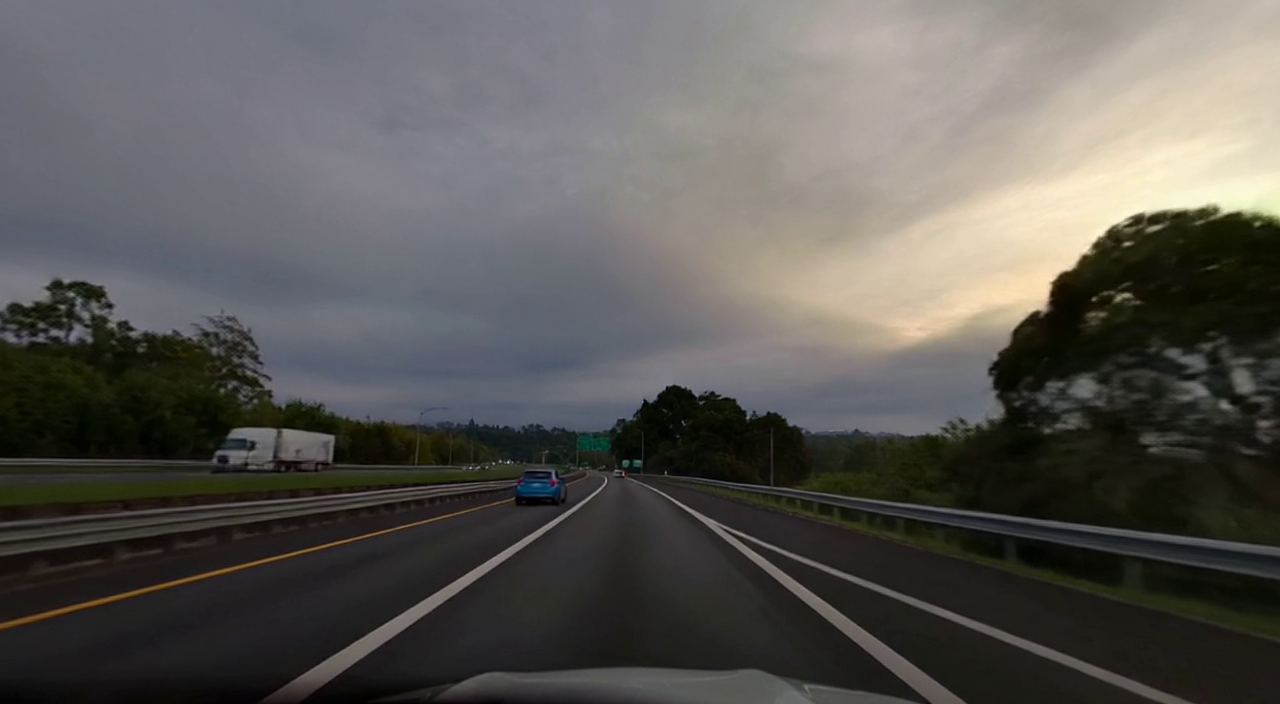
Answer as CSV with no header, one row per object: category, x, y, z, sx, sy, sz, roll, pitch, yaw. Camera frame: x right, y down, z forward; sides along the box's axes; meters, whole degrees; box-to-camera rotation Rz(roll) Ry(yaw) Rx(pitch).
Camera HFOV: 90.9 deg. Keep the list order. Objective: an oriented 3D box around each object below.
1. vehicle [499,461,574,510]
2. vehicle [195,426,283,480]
vehicle,-3.592,4.739,22.696,1.967,1.556,4.364,1,-10,0
vehicle,-30.478,7.779,48.221,2.915,3.769,5.891,1,-10,-4
